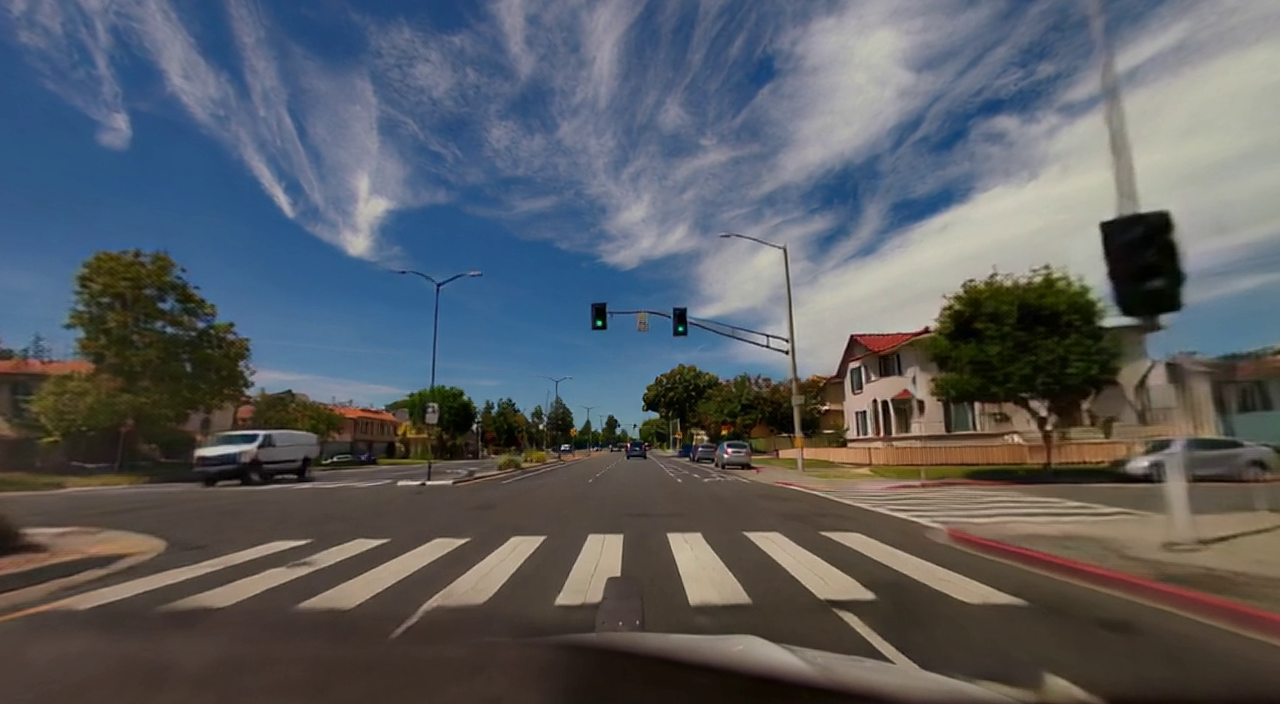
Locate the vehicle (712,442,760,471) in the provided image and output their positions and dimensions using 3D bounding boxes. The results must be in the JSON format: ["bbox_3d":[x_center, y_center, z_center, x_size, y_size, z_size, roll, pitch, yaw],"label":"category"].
[{"bbox_3d":[5.611,6.133,37.454,2.066,1.552,4.799,0,-8,-1],"label":"vehicle"}]

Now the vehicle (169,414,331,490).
[{"bbox_3d":[-16.629,4.335,27.666,2.620,2.901,6.931,0,-8,0],"label":"vehicle"}]

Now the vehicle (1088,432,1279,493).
[{"bbox_3d":[16.895,3.373,19.558,4.561,1.723,2.030,0,-8,-5],"label":"vehicle"}]
